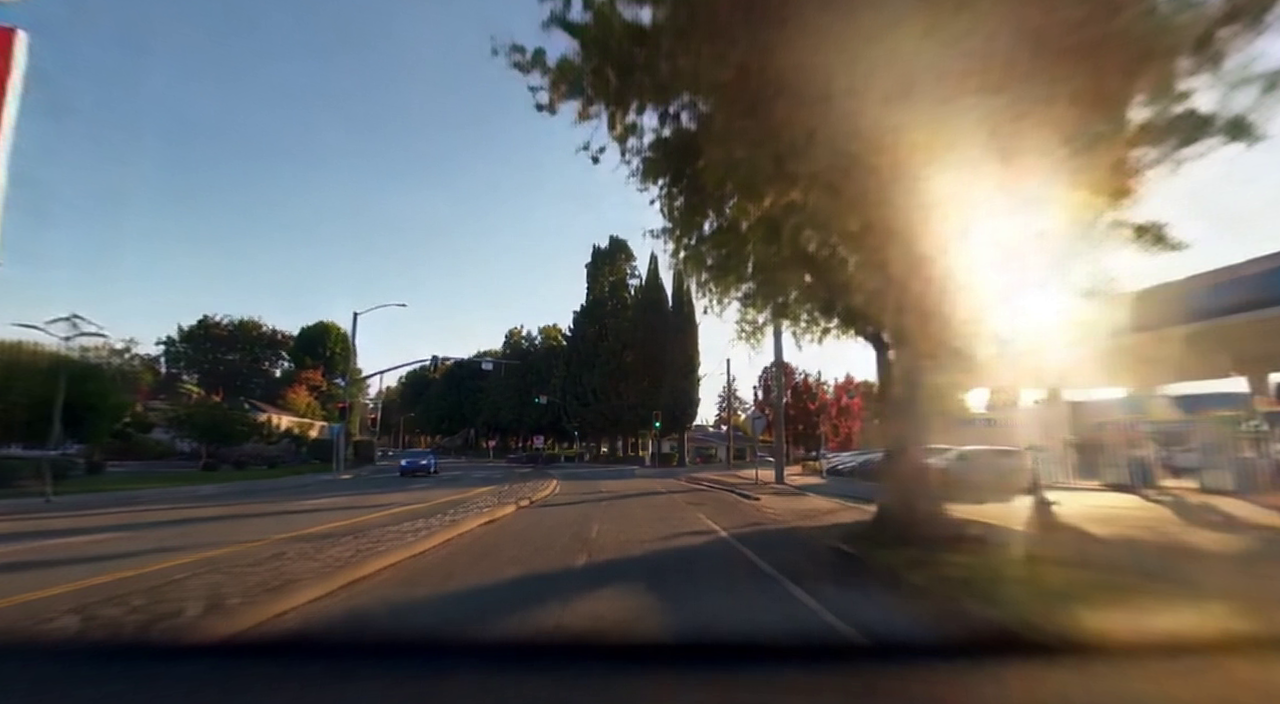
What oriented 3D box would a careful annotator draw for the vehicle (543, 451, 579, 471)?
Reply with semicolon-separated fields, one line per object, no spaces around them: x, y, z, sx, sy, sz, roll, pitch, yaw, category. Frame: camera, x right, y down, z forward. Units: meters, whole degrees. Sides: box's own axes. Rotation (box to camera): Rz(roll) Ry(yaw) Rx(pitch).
-6.196;8.445;49.099;2.094;1.500;3.682;3;-9;-18;vehicle

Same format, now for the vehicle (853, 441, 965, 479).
13.167;5.311;31.193;4.444;1.815;2.239;0;-9;1;vehicle

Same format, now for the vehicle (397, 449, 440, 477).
-13.417;6.709;38.462;1.918;1.628;4.011;2;-9;-12;vehicle

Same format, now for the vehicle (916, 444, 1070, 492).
14.086;4.641;25.467;4.996;1.720;2.027;0;-5;2;vehicle
